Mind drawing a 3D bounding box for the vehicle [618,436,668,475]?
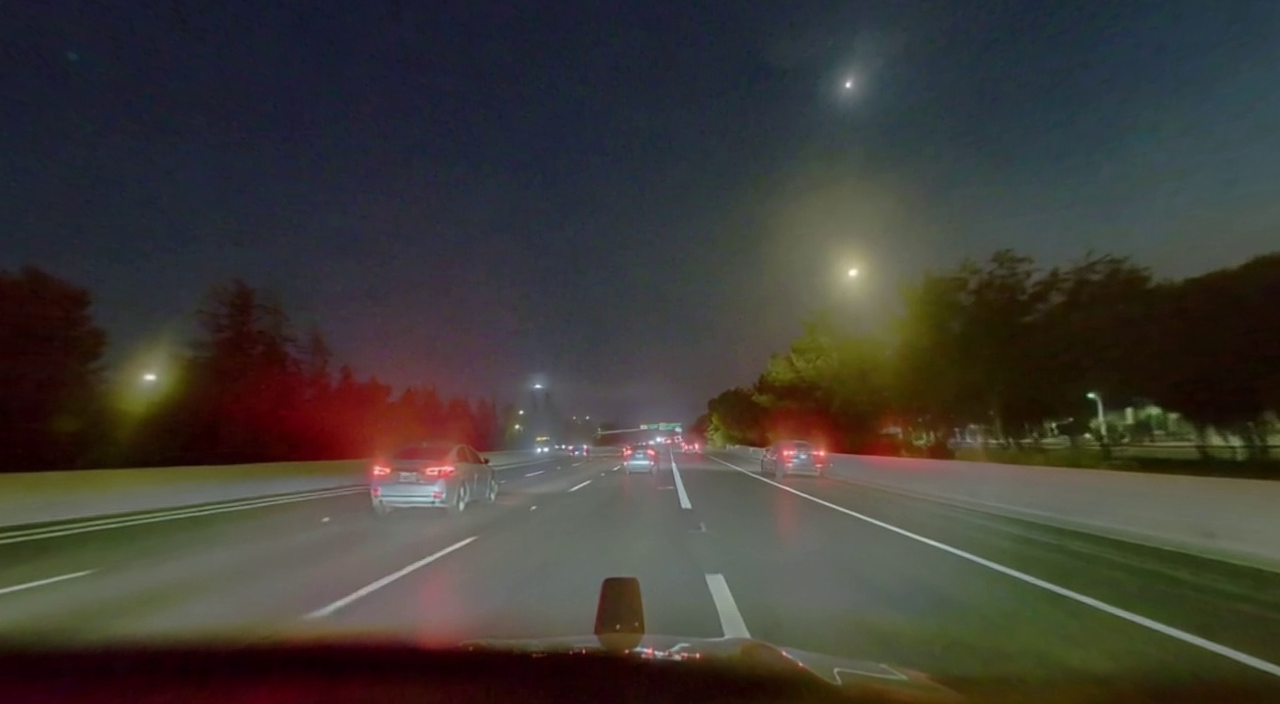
[{"bbox_3d":[0.207,4.707,28.903,2.082,1.638,4.644,0,-9,2],"label":"vehicle"}]

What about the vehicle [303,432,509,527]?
[{"bbox_3d":[-4.186,2.377,12.355,1.981,1.460,4.792,0,-9,3],"label":"vehicle"}]
